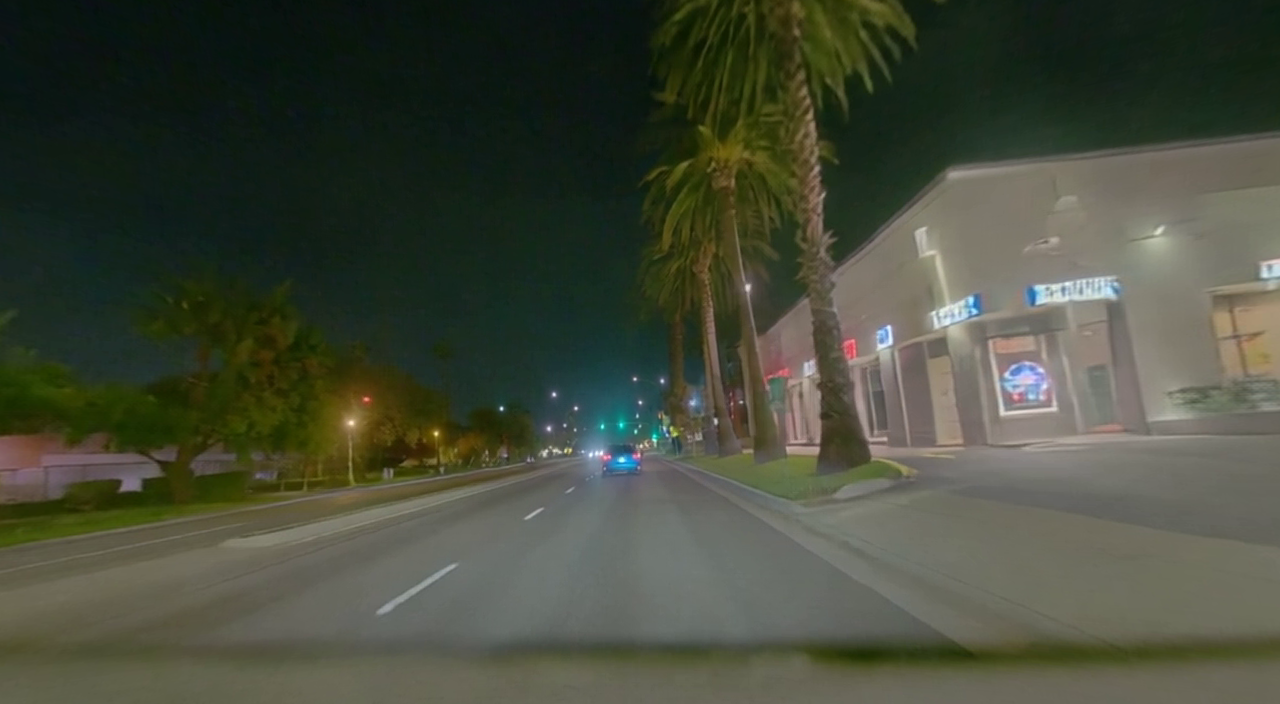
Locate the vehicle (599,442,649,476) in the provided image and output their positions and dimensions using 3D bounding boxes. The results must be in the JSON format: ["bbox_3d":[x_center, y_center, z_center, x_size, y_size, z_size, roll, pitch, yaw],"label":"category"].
[{"bbox_3d":[-0.685,4.985,29.706,2.156,1.462,4.495,0,-8,0],"label":"vehicle"}]
